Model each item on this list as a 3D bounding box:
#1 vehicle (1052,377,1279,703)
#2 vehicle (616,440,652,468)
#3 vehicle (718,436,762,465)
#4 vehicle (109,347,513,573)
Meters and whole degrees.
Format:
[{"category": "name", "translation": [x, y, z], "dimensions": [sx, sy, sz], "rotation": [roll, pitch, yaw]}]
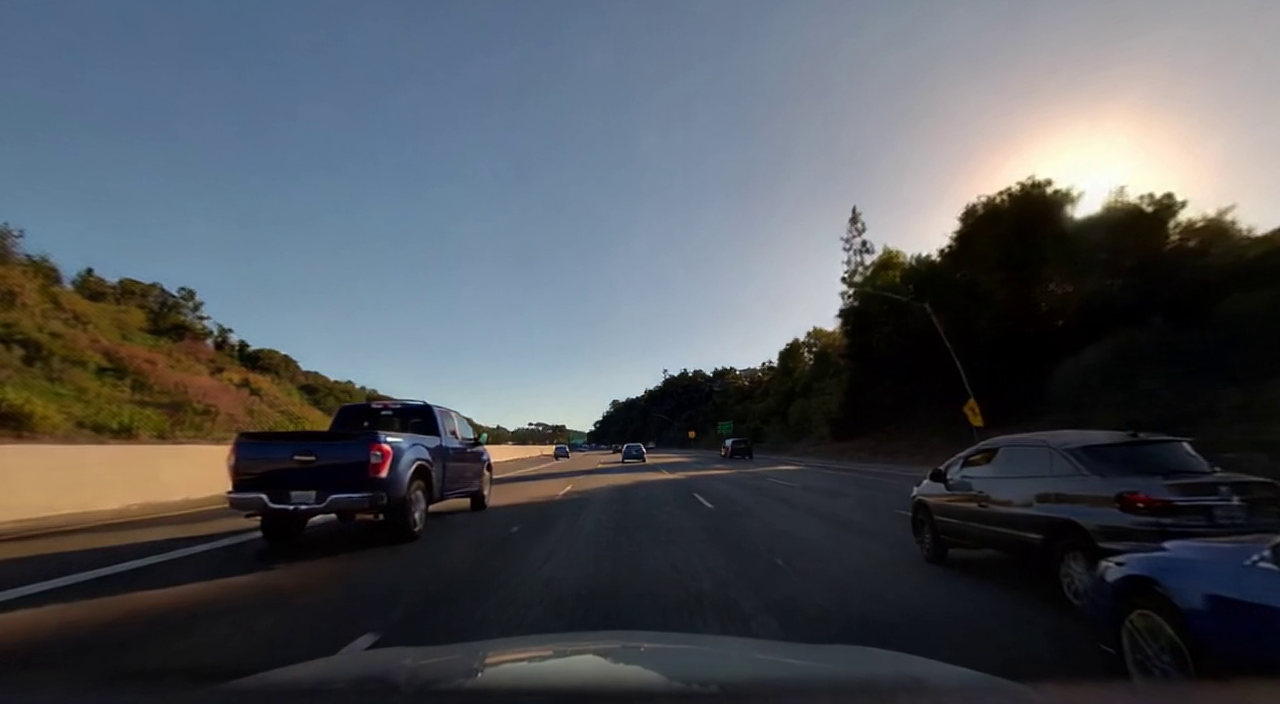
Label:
[{"category": "vehicle", "translation": [3.055, 0.631, 0.631], "dimensions": [2.072, 1.501, 4.694], "rotation": [0, -9, -1]}, {"category": "vehicle", "translation": [-0.392, 6.354, 39.604], "dimensions": [2.157, 1.642, 4.189], "rotation": [0, -9, -1]}, {"category": "vehicle", "translation": [6.776, 6.763, 43.476], "dimensions": [2.103, 1.898, 5.310], "rotation": [0, -9, -1]}, {"category": "vehicle", "translation": [-3.765, 1.477, 9.160], "dimensions": [2.592, 2.179, 6.034], "rotation": [0, -9, 0]}]
